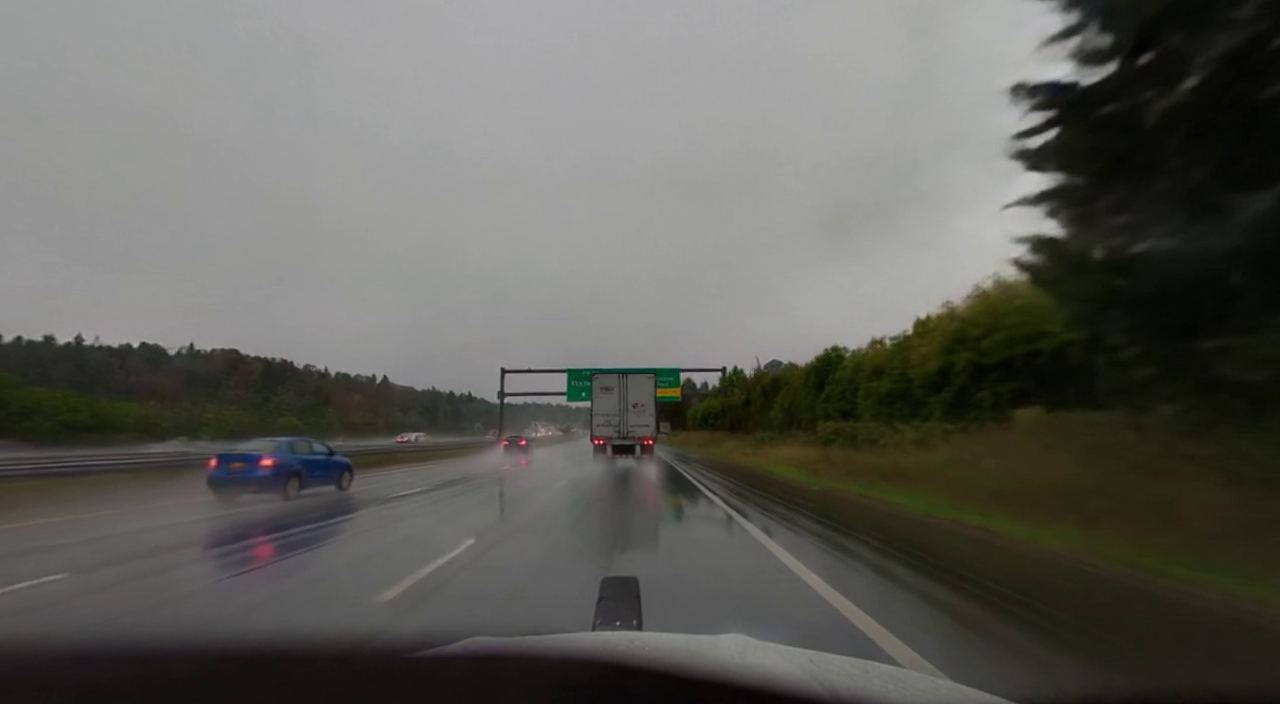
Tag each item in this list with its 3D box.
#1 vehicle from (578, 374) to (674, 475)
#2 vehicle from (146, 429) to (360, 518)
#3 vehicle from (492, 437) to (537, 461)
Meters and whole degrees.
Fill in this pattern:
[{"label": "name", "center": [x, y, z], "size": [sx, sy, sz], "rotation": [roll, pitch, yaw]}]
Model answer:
[{"label": "vehicle", "center": [-0.567, 3.347, 27.846], "size": [3.033, 3.223, 14.836], "rotation": [1, -8, -1]}, {"label": "vehicle", "center": [-7.341, 2.292, 12.456], "size": [1.856, 1.479, 3.710], "rotation": [0, -8, 0]}, {"label": "vehicle", "center": [-7.915, 6.126, 39.983], "size": [1.949, 1.437, 4.296], "rotation": [0, -8, 0]}]
